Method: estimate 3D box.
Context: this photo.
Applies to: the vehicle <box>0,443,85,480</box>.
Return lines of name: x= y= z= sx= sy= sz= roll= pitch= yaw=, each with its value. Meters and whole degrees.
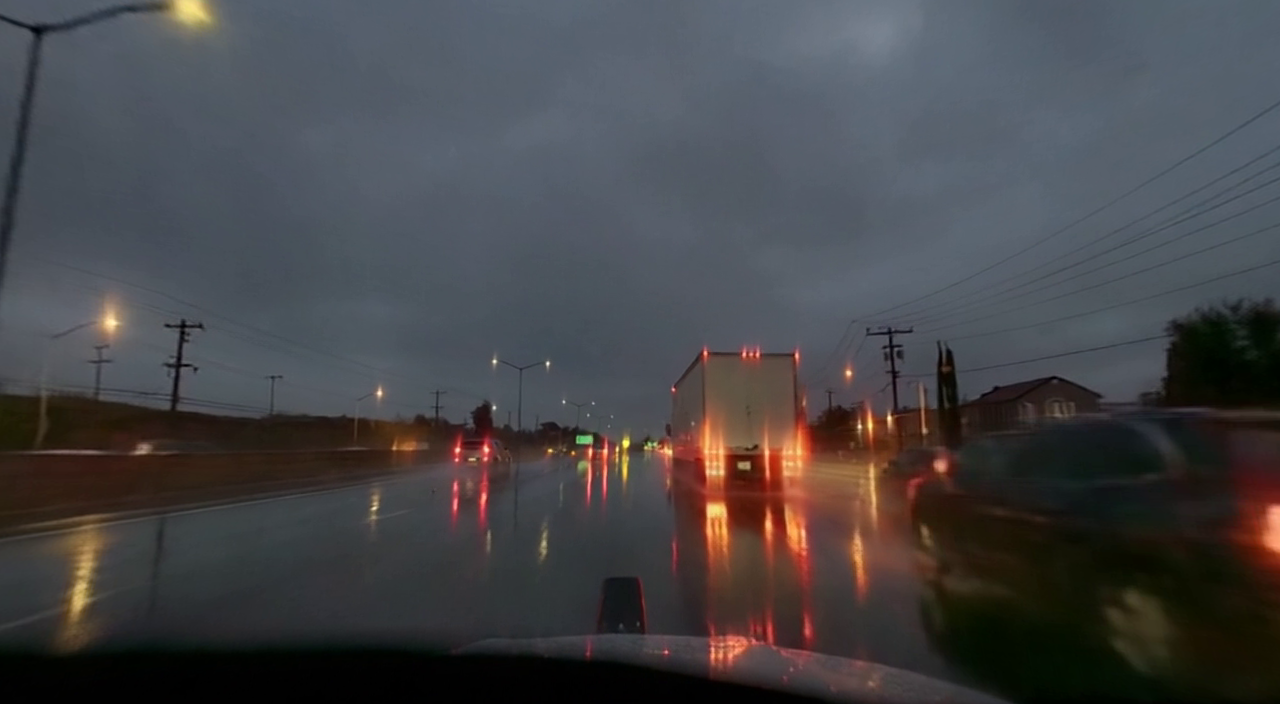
vehicle: x=-26.166 y=4.618 z=26.856 sx=1.613 sy=1.449 sz=3.631 roll=0 pitch=-9 yaw=0

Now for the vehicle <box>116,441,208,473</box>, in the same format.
vehicle: x=-22.865 y=5.021 z=30.303 sx=1.583 sy=1.457 sz=3.580 roll=0 pitch=-9 yaw=0

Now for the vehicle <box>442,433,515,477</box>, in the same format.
vehicle: x=-7.297 y=4.704 z=28.998 sx=2.147 sy=1.825 sz=4.602 roll=0 pitch=-9 yaw=0

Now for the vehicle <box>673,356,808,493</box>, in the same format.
vehicle: x=3.177 y=2.931 z=23.956 sx=3.045 sy=3.923 sz=11.834 roll=0 pitch=-9 yaw=-1

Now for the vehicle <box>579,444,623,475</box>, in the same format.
vehicle: x=-2.056 y=5.789 z=34.134 sx=2.060 sy=1.508 sz=4.308 roll=0 pitch=-9 yaw=1

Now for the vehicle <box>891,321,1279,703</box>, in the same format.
vehicle: x=3.492 y=0.952 z=3.470 sx=2.182 sy=1.782 sz=4.800 roll=0 pitch=-9 yaw=-1
